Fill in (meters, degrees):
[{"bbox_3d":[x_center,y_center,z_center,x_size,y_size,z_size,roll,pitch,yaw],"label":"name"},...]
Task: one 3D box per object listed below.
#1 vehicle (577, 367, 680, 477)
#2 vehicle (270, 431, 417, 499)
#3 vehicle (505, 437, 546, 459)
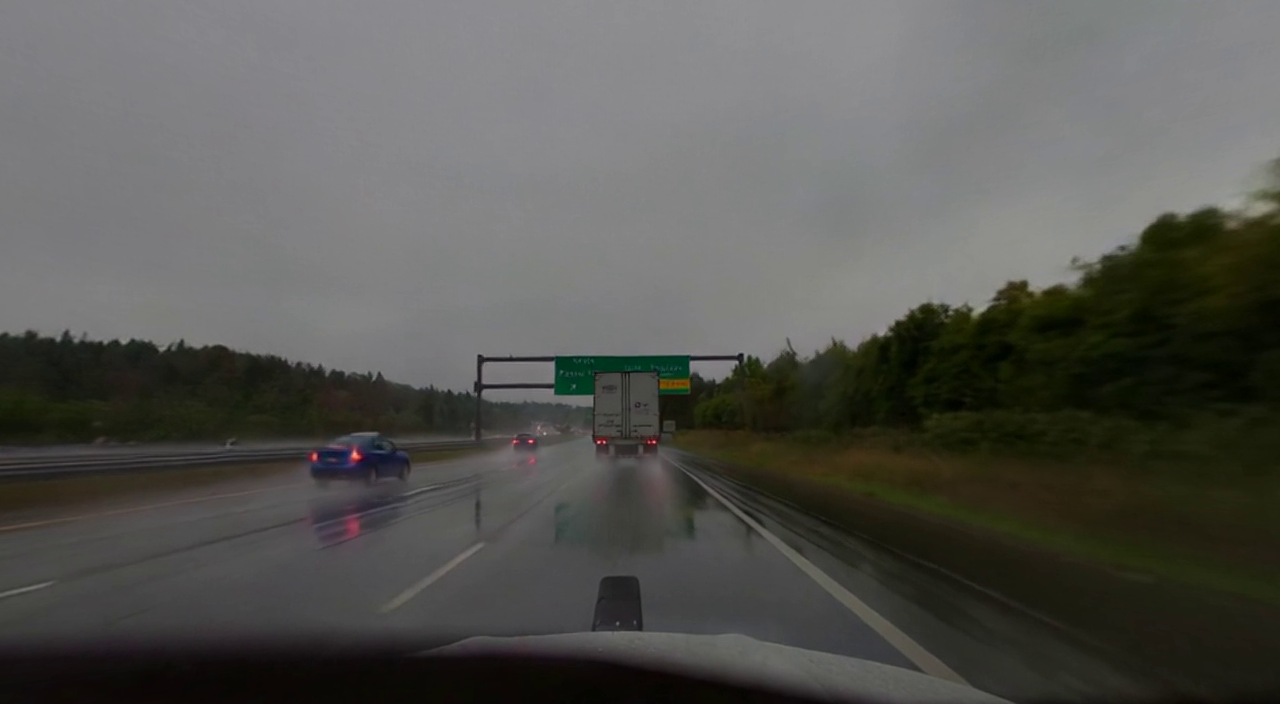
[{"bbox_3d":[-0.446,3.115,26.464,3.033,3.223,14.836,2,-8,-1],"label":"vehicle"},{"bbox_3d":[-7.211,2.736,15.757,1.856,1.479,3.710,0,-8,0],"label":"vehicle"},{"bbox_3d":[-7.800,6.553,43.112,1.949,1.437,4.296,0,-8,0],"label":"vehicle"}]
